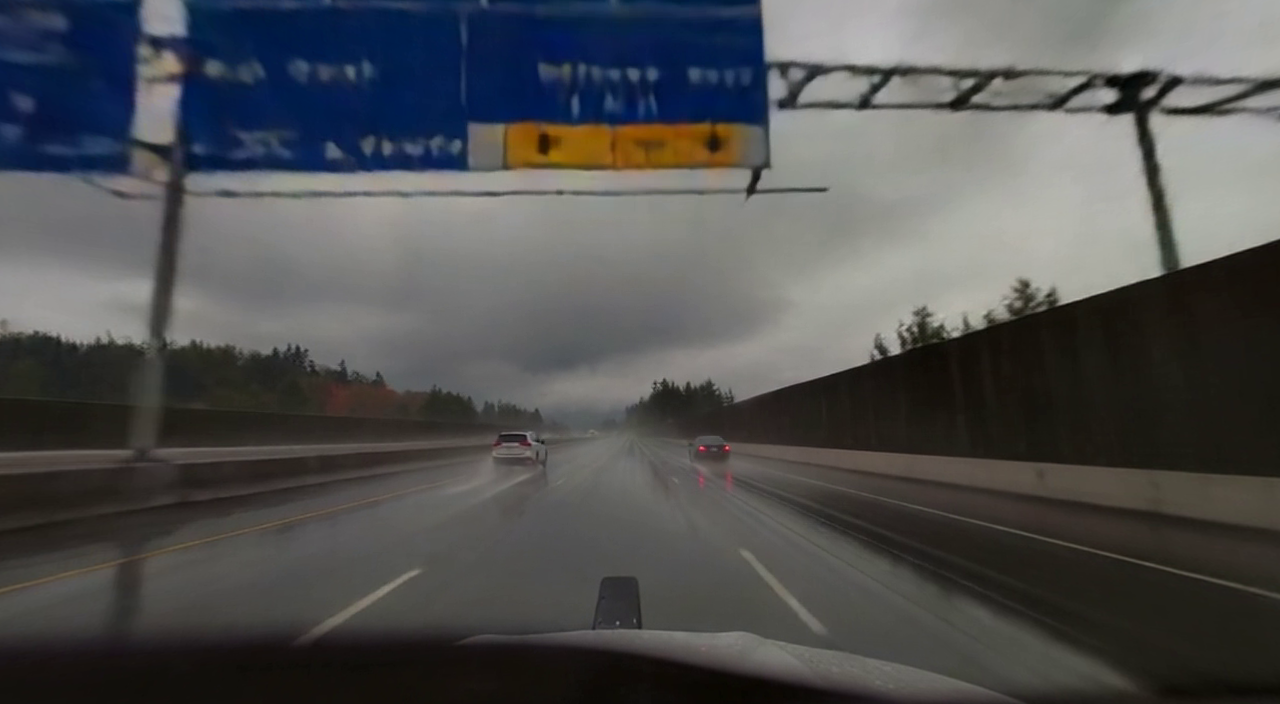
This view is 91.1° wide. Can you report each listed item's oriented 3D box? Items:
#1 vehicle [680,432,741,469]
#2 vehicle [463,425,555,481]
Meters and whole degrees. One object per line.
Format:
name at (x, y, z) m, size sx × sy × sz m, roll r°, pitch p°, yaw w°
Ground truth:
vehicle at (3.090, 4.402, 28.501) m, size 2.077 × 1.523 × 4.539 m, roll 0°, pitch -8°, yaw -2°
vehicle at (-4.241, 3.337, 21.128) m, size 2.219 × 1.660 × 4.153 m, roll 0°, pitch -8°, yaw 0°
